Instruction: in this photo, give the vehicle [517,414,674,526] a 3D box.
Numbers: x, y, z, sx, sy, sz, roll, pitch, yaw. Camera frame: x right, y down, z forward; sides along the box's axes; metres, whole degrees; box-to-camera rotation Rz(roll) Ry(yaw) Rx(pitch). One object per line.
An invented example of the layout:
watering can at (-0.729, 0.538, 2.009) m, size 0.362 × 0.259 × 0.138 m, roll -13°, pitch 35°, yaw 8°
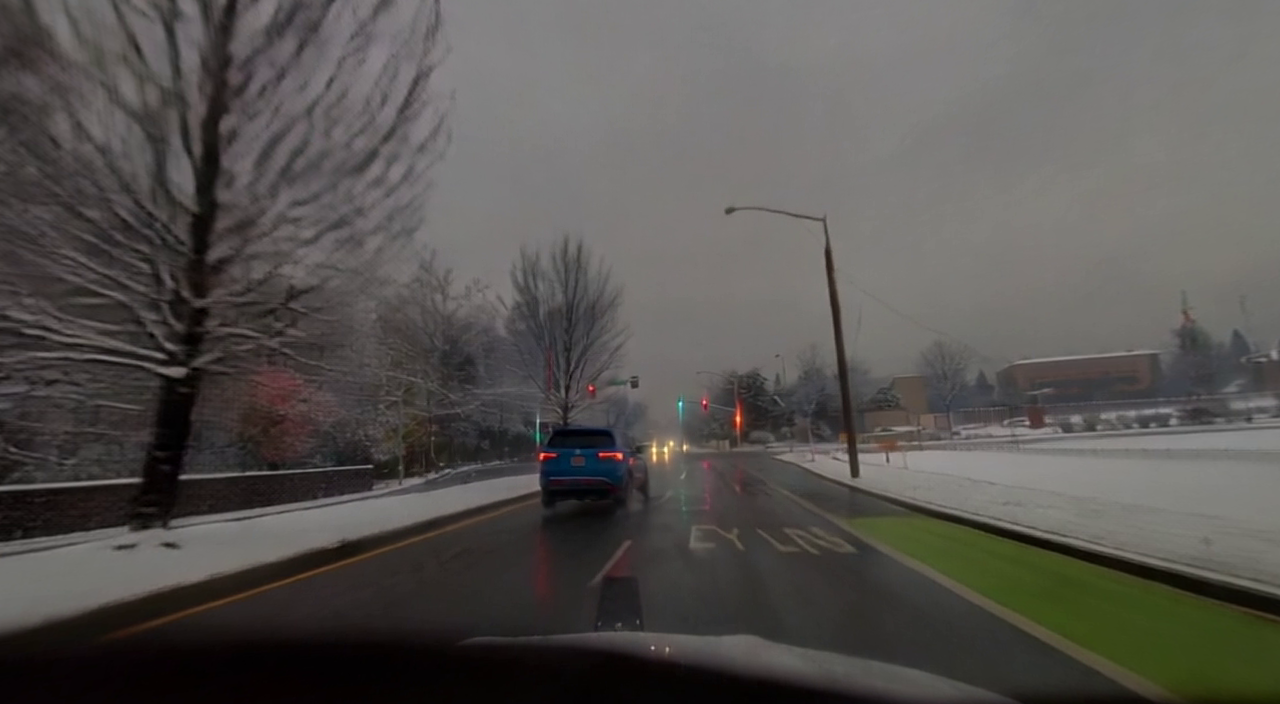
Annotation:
vehicle at (-0.651, 2.327, 12.851) m, size 2.339 × 1.790 × 4.629 m, roll -3°, pitch -9°, yaw 6°
